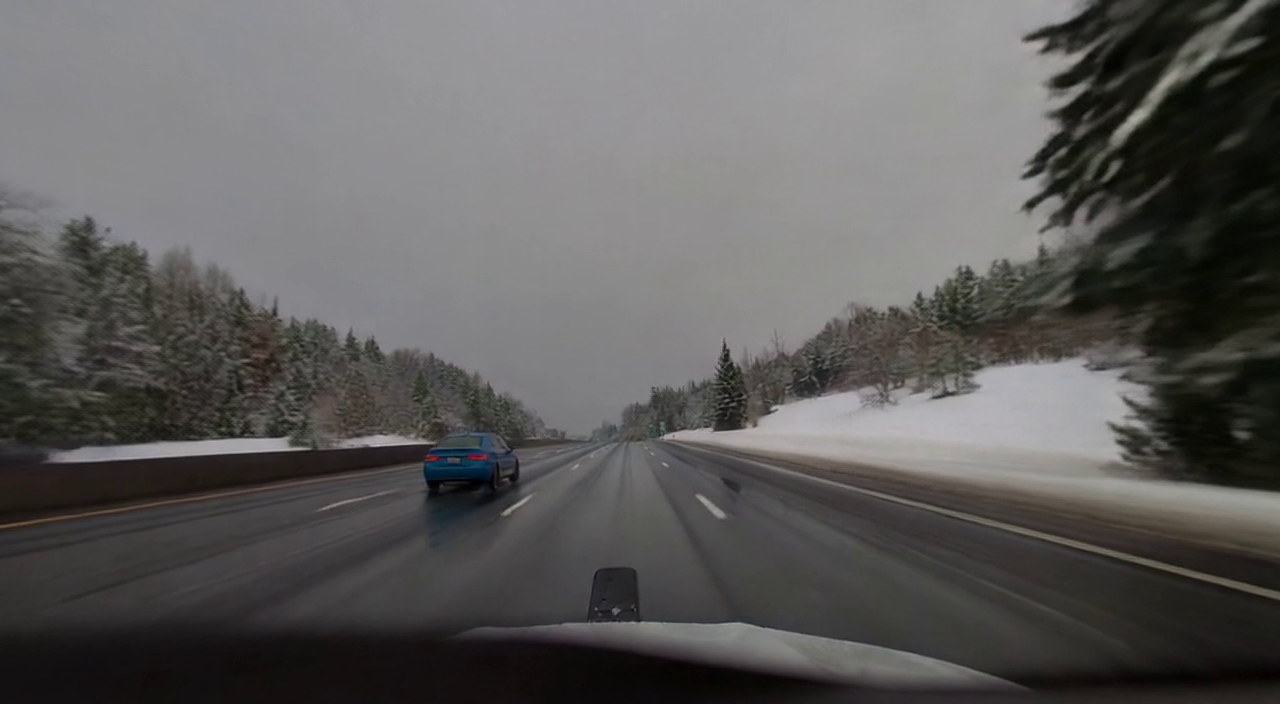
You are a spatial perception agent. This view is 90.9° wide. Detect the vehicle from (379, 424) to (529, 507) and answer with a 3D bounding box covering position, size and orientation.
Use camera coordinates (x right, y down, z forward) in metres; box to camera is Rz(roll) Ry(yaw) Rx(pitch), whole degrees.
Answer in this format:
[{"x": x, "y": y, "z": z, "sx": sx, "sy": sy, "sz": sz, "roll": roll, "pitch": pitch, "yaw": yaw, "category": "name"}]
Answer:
[{"x": -3.817, "y": 2.390, "z": 13.844, "sx": 2.026, "sy": 1.517, "sz": 4.325, "roll": 0, "pitch": -8, "yaw": -1, "category": "vehicle"}]
